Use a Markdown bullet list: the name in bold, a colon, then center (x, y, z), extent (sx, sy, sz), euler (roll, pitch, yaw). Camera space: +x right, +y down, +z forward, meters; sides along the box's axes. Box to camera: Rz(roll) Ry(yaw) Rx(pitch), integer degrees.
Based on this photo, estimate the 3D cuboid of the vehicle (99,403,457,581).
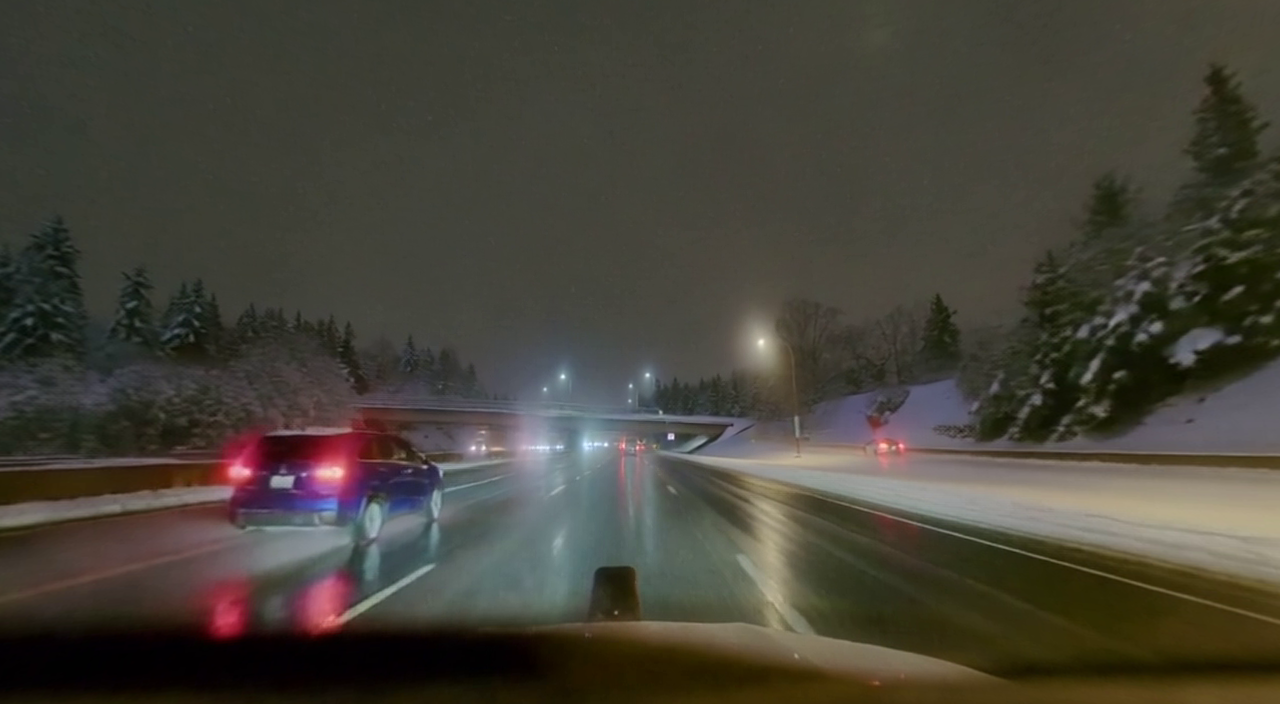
- **vehicle**: center (-4.238, 1.732, 8.613), extent (2.102, 1.727, 4.704), euler (0, -9, -1)
